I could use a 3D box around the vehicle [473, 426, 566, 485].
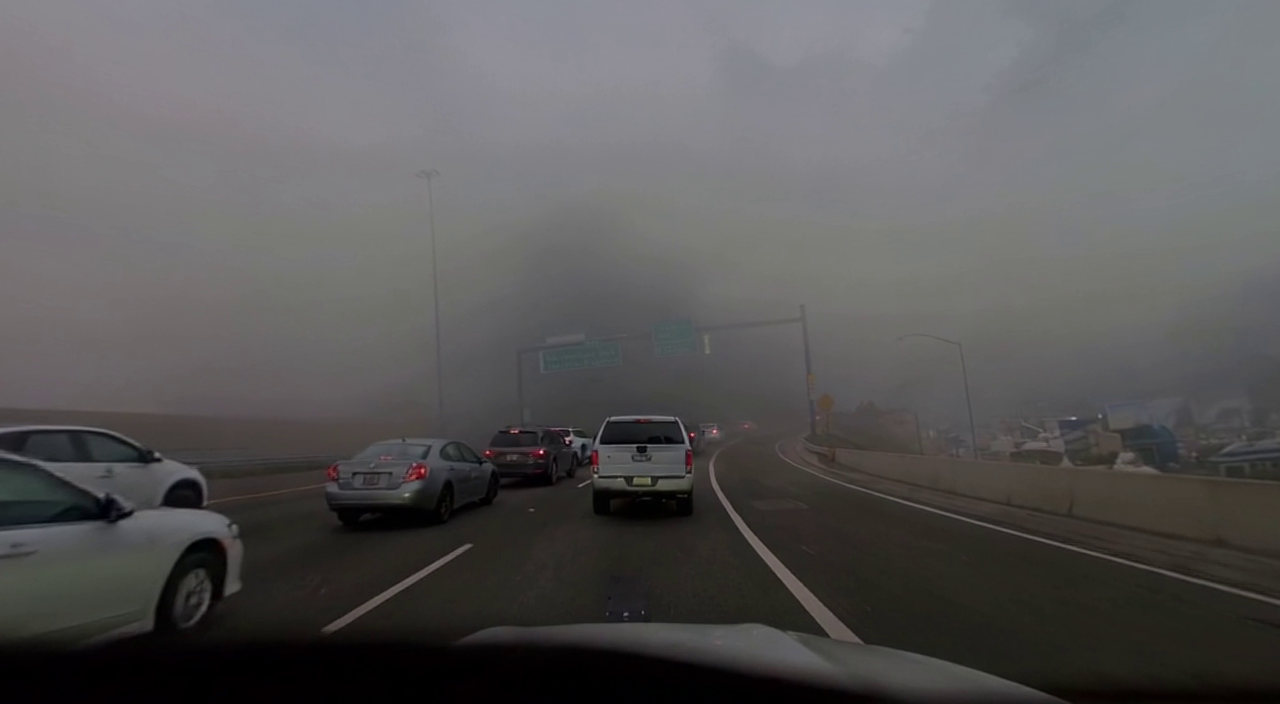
[{"bbox_3d":[-3.818,3.380,20.837,1.953,1.729,4.377,0,-9,4],"label":"vehicle"}]

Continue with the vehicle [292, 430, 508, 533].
[{"bbox_3d":[-3.996,2.223,11.458,2.087,1.481,4.225,0,-9,2],"label":"vehicle"}]

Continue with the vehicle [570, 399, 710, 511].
[{"bbox_3d":[0.074,2.367,14.807,2.616,2.063,5.933,0,-9,1],"label":"vehicle"}]

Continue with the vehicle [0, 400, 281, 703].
[{"bbox_3d":[-3.741,0.870,2.143,1.998,1.494,5.020,0,-9,1],"label":"vehicle"}]
